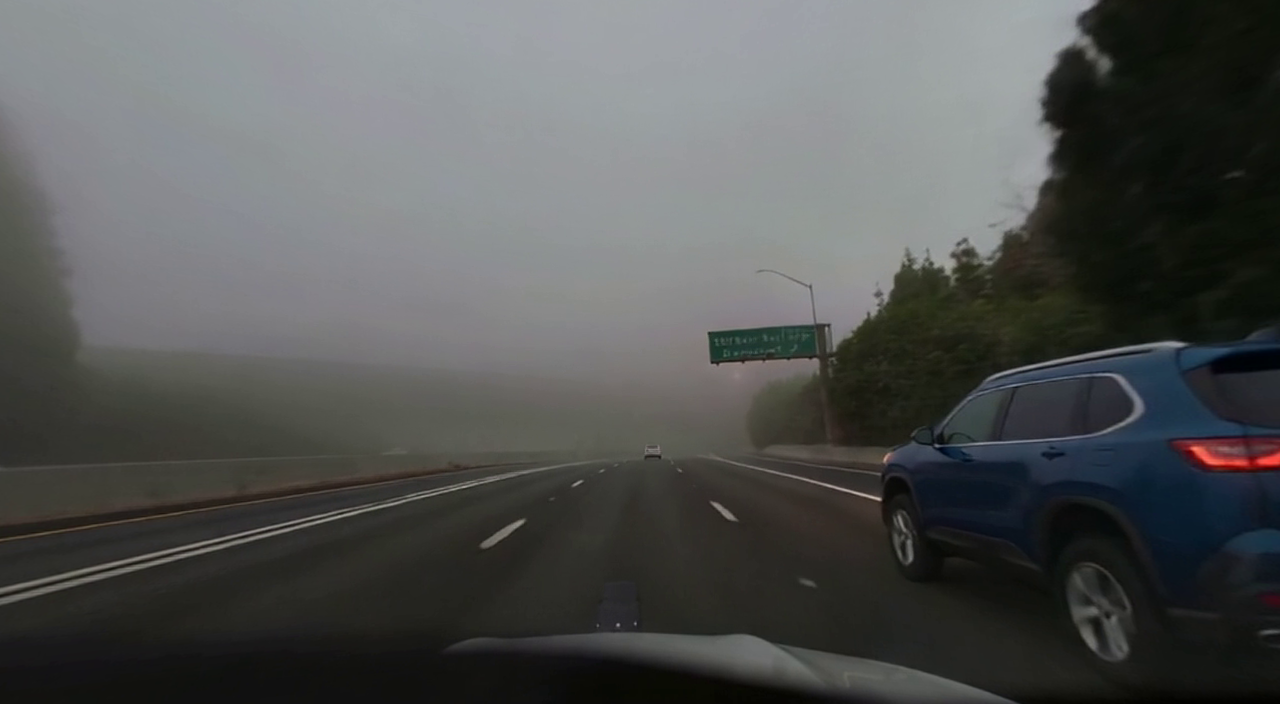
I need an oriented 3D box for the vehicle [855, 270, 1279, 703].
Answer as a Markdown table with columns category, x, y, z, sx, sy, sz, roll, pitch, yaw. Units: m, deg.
| category | x | y | z | sx | sy | sz | roll | pitch | yaw |
| --- | --- | --- | --- | --- | --- | --- | --- | --- | --- |
| vehicle | 3.545 | 0.920 | 4.500 | 2.155 | 1.918 | 4.945 | -1 | -8 | -1 |
